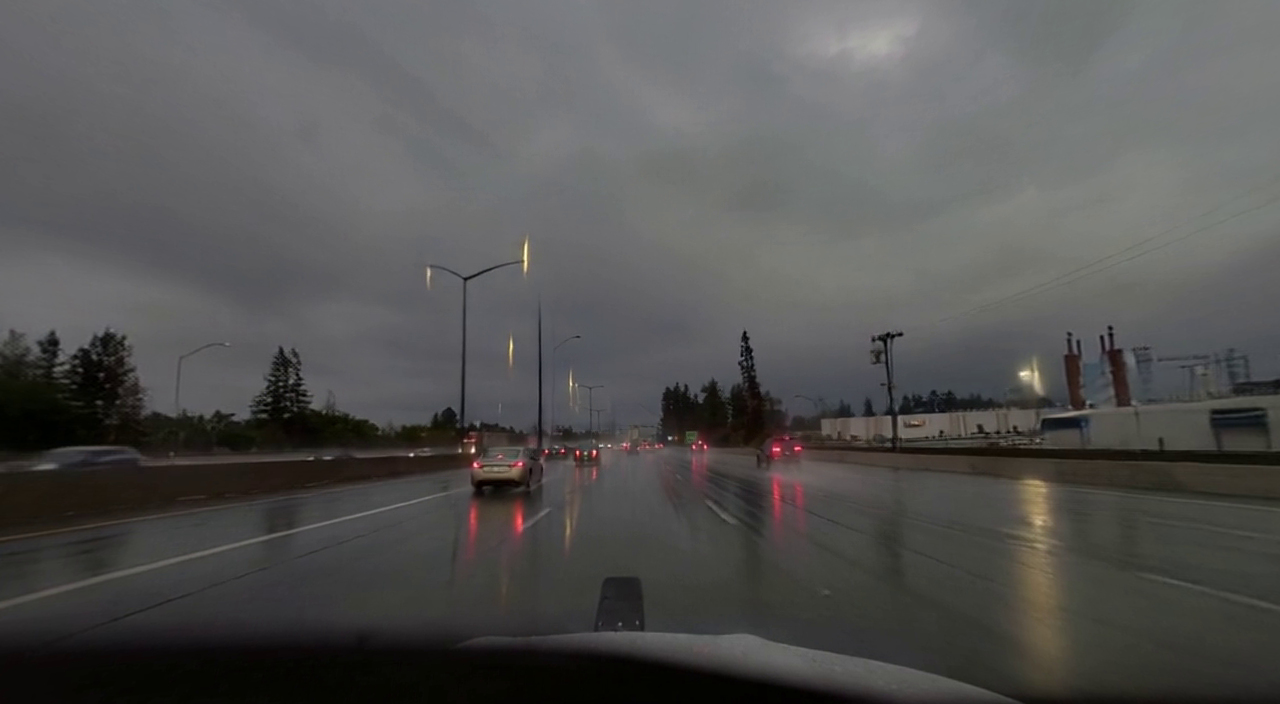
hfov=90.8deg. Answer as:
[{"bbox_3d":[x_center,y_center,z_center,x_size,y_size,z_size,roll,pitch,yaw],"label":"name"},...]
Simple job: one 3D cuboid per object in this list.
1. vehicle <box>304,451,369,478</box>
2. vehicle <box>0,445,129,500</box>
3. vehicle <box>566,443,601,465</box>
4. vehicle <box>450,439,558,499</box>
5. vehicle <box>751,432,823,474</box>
[{"bbox_3d":[-17.096,6.326,35.829,1.816,1.405,3.650,0,-9,1],"label":"vehicle"},{"bbox_3d":[-20.918,4.087,21.910,2.136,1.695,5.011,0,-9,0],"label":"vehicle"},{"bbox_3d":[-3.867,7.074,43.971,2.078,1.464,4.093,0,-9,0],"label":"vehicle"},{"bbox_3d":[-3.700,3.276,18.098,2.047,1.469,4.614,0,-9,0],"label":"vehicle"},{"bbox_3d":[6.797,4.744,29.826,2.147,1.769,4.666,0,-9,-2],"label":"vehicle"}]
